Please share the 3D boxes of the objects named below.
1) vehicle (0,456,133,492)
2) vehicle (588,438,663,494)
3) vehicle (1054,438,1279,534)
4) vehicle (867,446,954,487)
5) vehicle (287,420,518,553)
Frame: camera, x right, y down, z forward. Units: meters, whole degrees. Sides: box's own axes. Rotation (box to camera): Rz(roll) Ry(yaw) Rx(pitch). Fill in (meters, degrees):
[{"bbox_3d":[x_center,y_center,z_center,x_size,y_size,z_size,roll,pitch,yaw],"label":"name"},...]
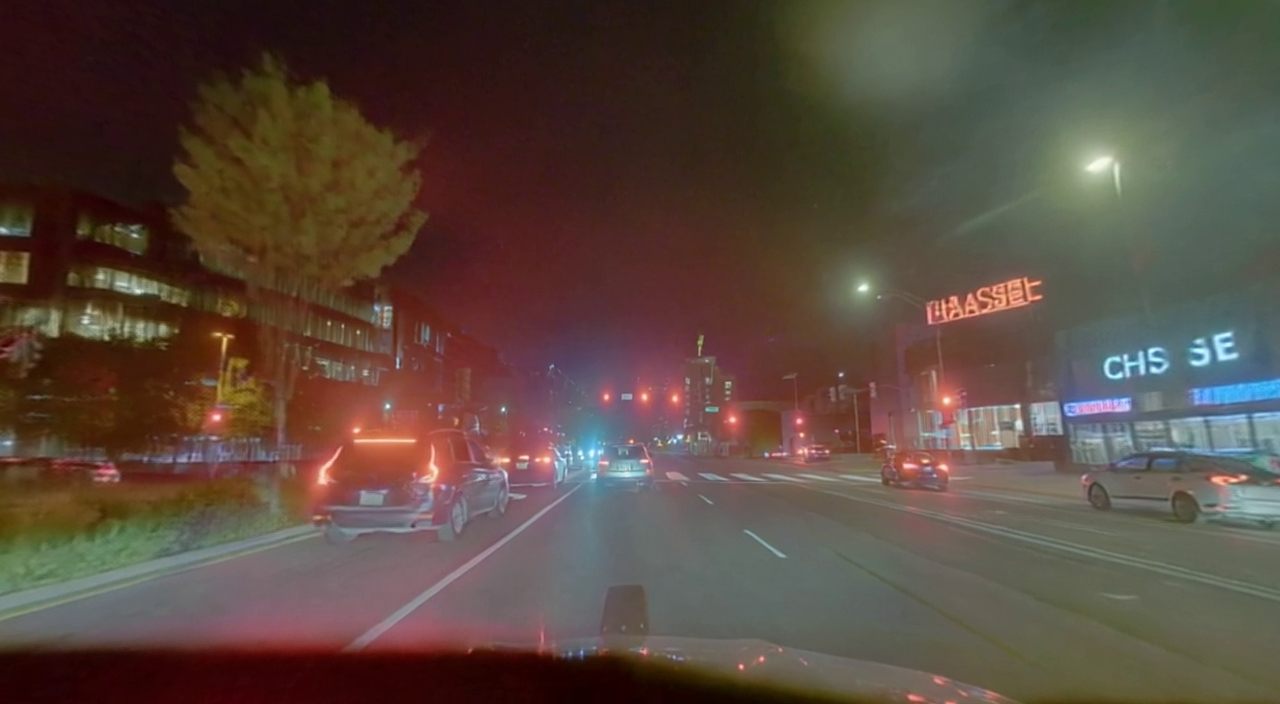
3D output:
[{"bbox_3d":[-26.683,5.588,29.125,4.687,1.482,1.914,5,-10,-30],"label":"vehicle"},{"bbox_3d":[-0.442,3.414,19.250,2.059,1.477,3.988,0,-8,-1],"label":"vehicle"},{"bbox_3d":[10.312,2.395,11.966,1.936,1.474,4.331,0,-8,0],"label":"vehicle"},{"bbox_3d":[11.149,4.721,26.326,1.935,1.435,4.141,3,-8,1],"label":"vehicle"},{"bbox_3d":[-3.499,2.075,10.475,2.057,1.678,4.639,0,-8,0],"label":"vehicle"}]
